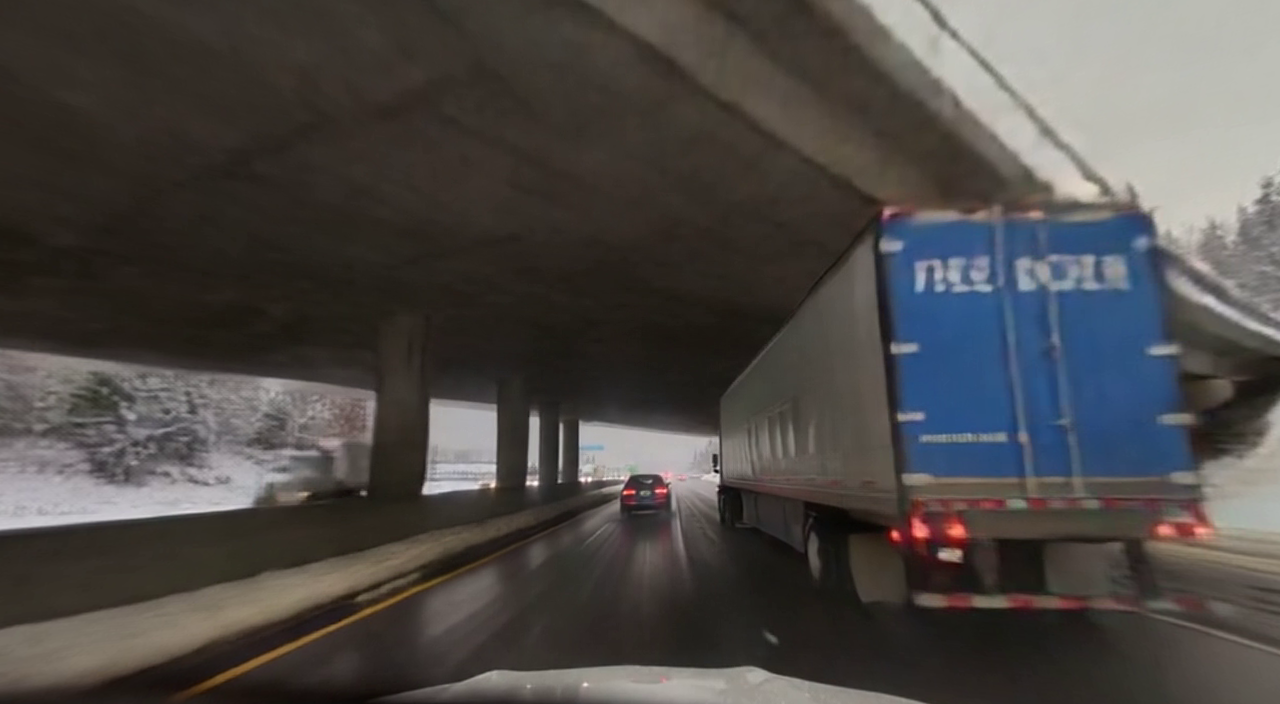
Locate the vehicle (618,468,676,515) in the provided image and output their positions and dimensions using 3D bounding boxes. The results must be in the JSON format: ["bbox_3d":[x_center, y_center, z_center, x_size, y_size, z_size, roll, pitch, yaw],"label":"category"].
[{"bbox_3d":[0.323,5.597,25.629,2.124,1.653,4.857,1,-10,2],"label":"vehicle"}]

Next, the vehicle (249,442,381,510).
[{"bbox_3d":[-13.172,5.108,26.102,2.304,2.457,5.411,0,-10,2],"label":"vehicle"}]

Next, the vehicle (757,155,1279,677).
[{"bbox_3d":[4.043,1.186,9.287,2.980,3.834,9.423,1,-10,1],"label":"vehicle"}]
